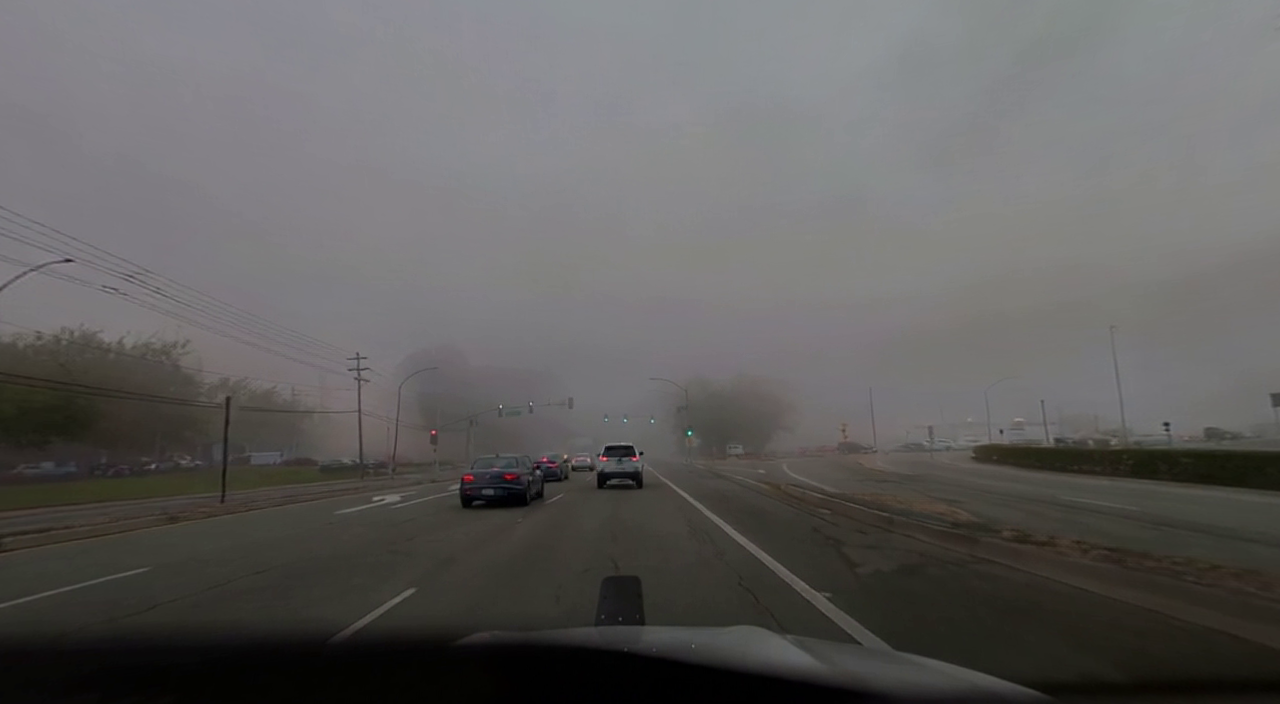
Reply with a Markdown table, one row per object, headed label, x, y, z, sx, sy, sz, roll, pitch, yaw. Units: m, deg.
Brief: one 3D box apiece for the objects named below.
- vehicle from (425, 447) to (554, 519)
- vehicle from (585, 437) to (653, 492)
| label | x | y | z | sx | sy | sz | roll | pitch | yaw |
| --- | --- | --- | --- | --- | --- | --- | --- | --- | --- |
| vehicle | -3.483 | 3.105 | 15.589 | 2.064 | 1.464 | 4.373 | 0 | -8 | 1 |
| vehicle | -0.707 | 4.106 | 23.406 | 2.276 | 1.850 | 3.897 | 0 | -8 | 0 |
